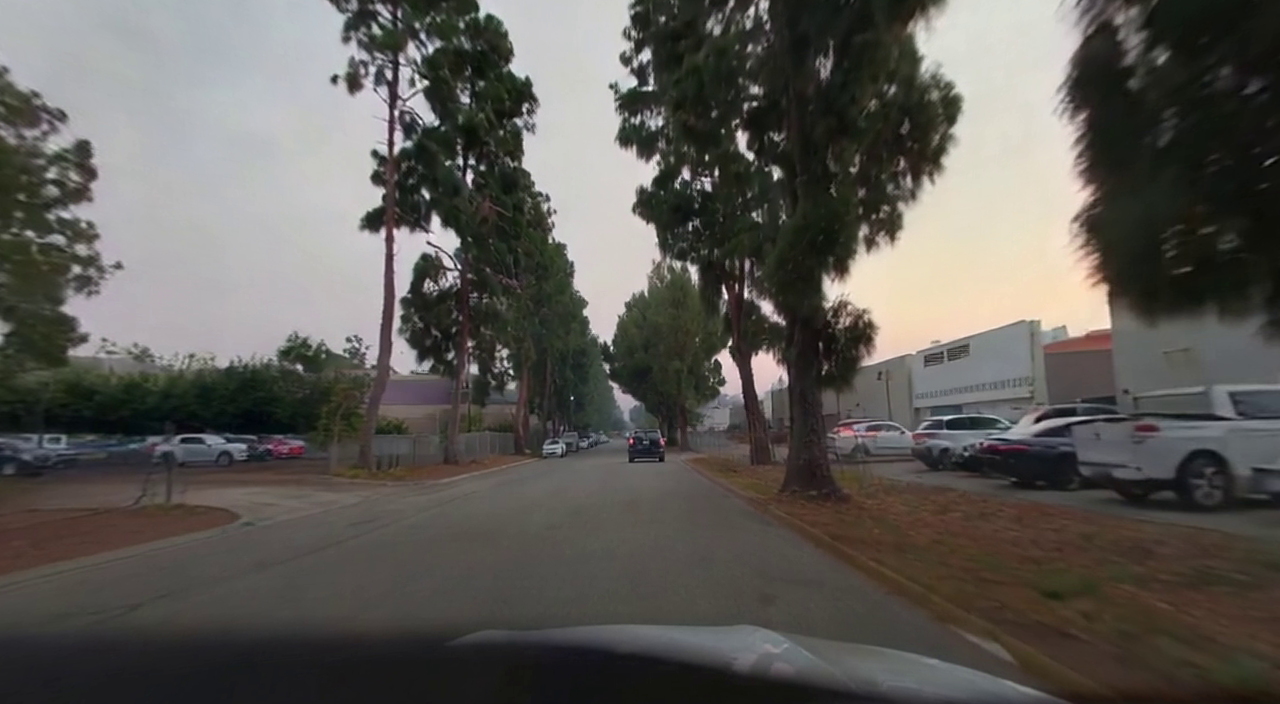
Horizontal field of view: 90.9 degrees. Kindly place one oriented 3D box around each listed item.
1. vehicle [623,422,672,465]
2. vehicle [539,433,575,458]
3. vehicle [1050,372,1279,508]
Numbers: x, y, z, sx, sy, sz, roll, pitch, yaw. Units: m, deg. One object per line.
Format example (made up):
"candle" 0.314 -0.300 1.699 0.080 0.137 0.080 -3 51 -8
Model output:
"vehicle" 0.376 4.315 29.824 2.152 1.874 4.042 0 -7 1
"vehicle" -5.760 6.601 44.287 1.938 1.500 4.130 -3 -9 -1
"vehicle" 9.217 1.317 9.573 4.454 1.824 2.099 0 -7 0
